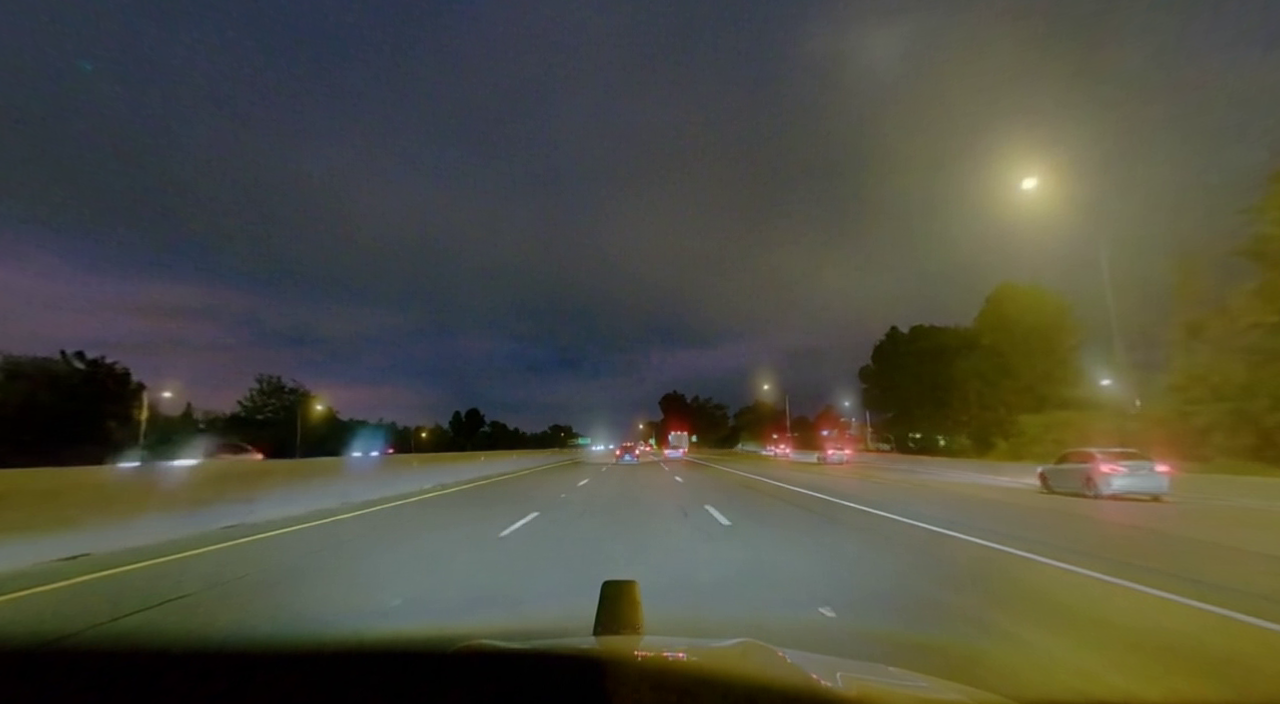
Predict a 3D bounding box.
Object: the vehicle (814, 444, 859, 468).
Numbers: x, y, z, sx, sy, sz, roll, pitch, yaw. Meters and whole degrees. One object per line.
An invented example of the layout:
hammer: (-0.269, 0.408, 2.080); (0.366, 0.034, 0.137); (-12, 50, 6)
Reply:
vehicle: (13.309, 7.070, 43.059); (1.867, 1.563, 4.436); (-1, -9, 3)

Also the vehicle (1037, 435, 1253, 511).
vehicle: (12.594, 3.010, 16.240); (1.912, 1.673, 4.438); (0, -9, 1)

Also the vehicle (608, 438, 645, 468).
vehicle: (-0.803, 6.170, 38.752); (2.121, 1.739, 4.087); (0, -9, 0)
